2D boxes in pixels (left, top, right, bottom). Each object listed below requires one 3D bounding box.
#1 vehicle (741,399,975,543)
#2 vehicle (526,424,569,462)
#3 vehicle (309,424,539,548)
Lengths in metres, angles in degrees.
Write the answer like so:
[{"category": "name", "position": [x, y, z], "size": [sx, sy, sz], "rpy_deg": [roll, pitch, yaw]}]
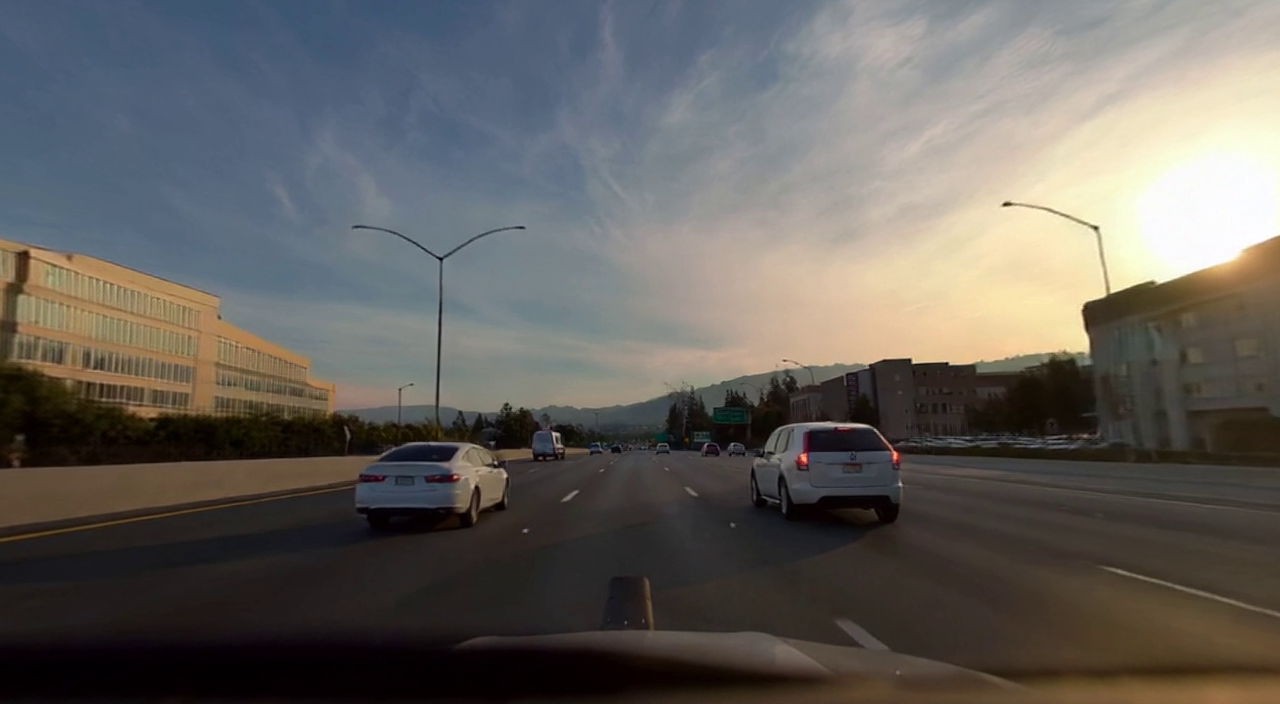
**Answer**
[{"category": "vehicle", "position": [3.232, 1.901, 10.685], "size": [2.148, 1.852, 4.835], "rpy_deg": [0, -8, -1]}, {"category": "vehicle", "position": [-7.176, 7.171, 49.698], "size": [2.362, 2.778, 6.630], "rpy_deg": [0, -8, 0]}, {"category": "vehicle", "position": [-3.129, 2.051, 10.410], "size": [2.080, 1.542, 4.718], "rpy_deg": [0, -8, 1]}]
